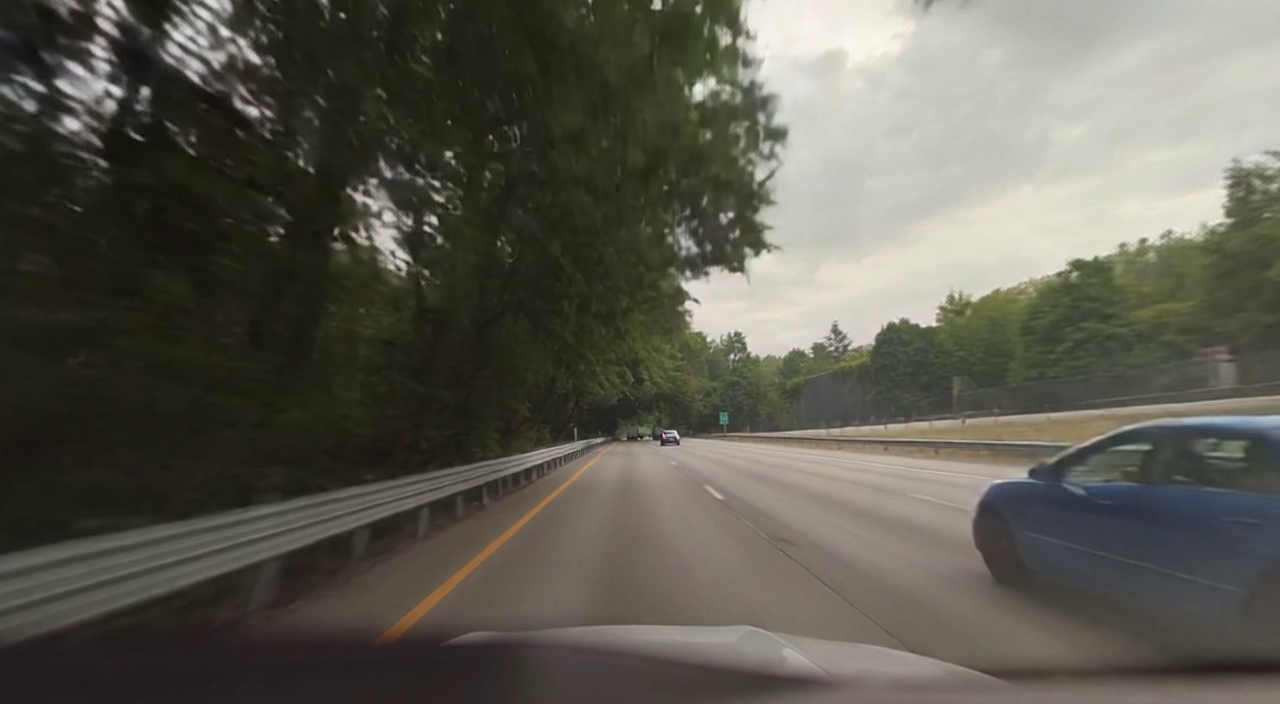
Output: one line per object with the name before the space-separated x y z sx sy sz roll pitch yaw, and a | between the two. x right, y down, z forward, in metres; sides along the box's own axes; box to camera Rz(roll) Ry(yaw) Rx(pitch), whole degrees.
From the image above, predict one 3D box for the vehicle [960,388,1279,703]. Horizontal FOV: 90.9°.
vehicle | 3.681 0.945 2.940 2.017 1.502 4.369 0 -8 -1
